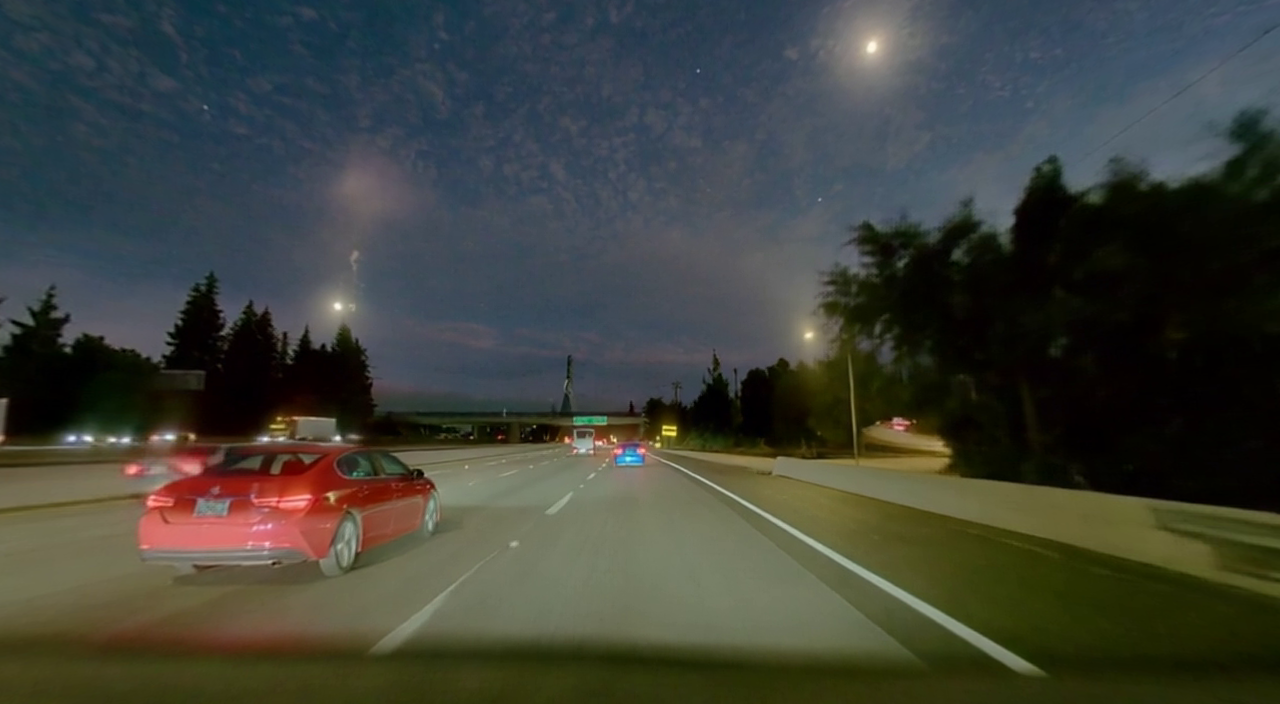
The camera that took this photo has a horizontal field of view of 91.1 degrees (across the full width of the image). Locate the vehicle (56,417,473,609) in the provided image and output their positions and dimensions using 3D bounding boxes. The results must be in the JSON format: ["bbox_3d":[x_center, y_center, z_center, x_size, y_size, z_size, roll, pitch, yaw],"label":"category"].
[{"bbox_3d":[-3.612,1.615,7.358,2.035,1.514,4.600,0,-8,0],"label":"vehicle"}]

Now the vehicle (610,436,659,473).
[{"bbox_3d":[-0.274,4.390,27.038,1.954,1.460,3.983,0,-8,-1],"label":"vehicle"}]

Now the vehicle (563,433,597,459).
[{"bbox_3d":[-4.355,6.931,46.307,2.174,1.806,3.932,0,-8,-1],"label":"vehicle"}]
